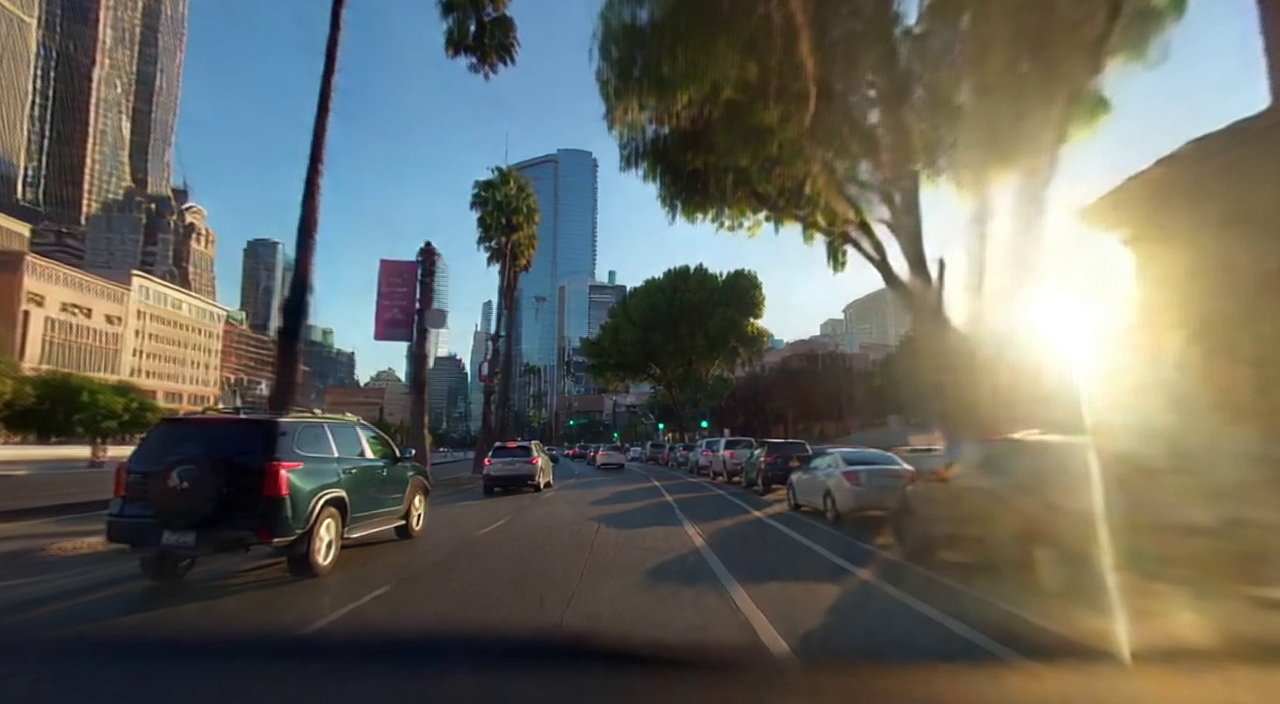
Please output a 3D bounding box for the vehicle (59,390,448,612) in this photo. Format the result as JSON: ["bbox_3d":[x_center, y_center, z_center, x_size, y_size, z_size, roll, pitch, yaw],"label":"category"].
[{"bbox_3d":[-3.808,1.526,7.315,1.800,1.797,4.224,0,-9,0],"label":"vehicle"}]

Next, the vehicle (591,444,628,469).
[{"bbox_3d":[-1.939,6.414,38.854,2.036,1.461,3.890,1,-9,-6],"label":"vehicle"}]

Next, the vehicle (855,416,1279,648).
[{"bbox_3d":[4.003,1.532,6.484,1.873,1.511,4.523,0,-9,-1],"label":"vehicle"}]

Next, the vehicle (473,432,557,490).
[{"bbox_3d":[-4.048,3.611,21.182,2.014,1.740,4.392,0,-9,-1],"label":"vehicle"}]
